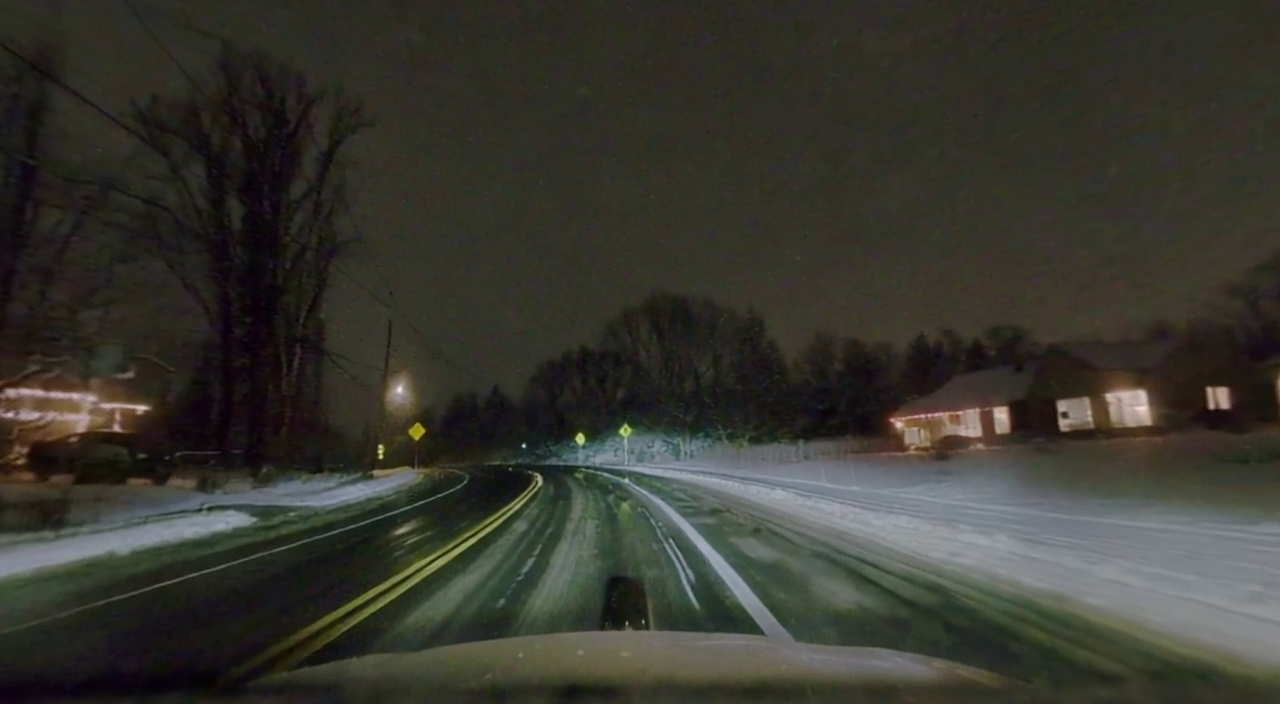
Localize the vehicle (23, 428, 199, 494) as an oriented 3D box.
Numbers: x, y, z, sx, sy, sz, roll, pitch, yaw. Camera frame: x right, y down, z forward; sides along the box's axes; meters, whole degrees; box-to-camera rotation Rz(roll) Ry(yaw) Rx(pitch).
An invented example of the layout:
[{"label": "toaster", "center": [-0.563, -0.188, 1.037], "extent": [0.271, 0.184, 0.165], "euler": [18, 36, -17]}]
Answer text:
[{"label": "vehicle", "center": [-16.621, 3.384, 19.851], "extent": [4.562, 1.857, 2.129], "euler": [-3, -9, 21]}]
